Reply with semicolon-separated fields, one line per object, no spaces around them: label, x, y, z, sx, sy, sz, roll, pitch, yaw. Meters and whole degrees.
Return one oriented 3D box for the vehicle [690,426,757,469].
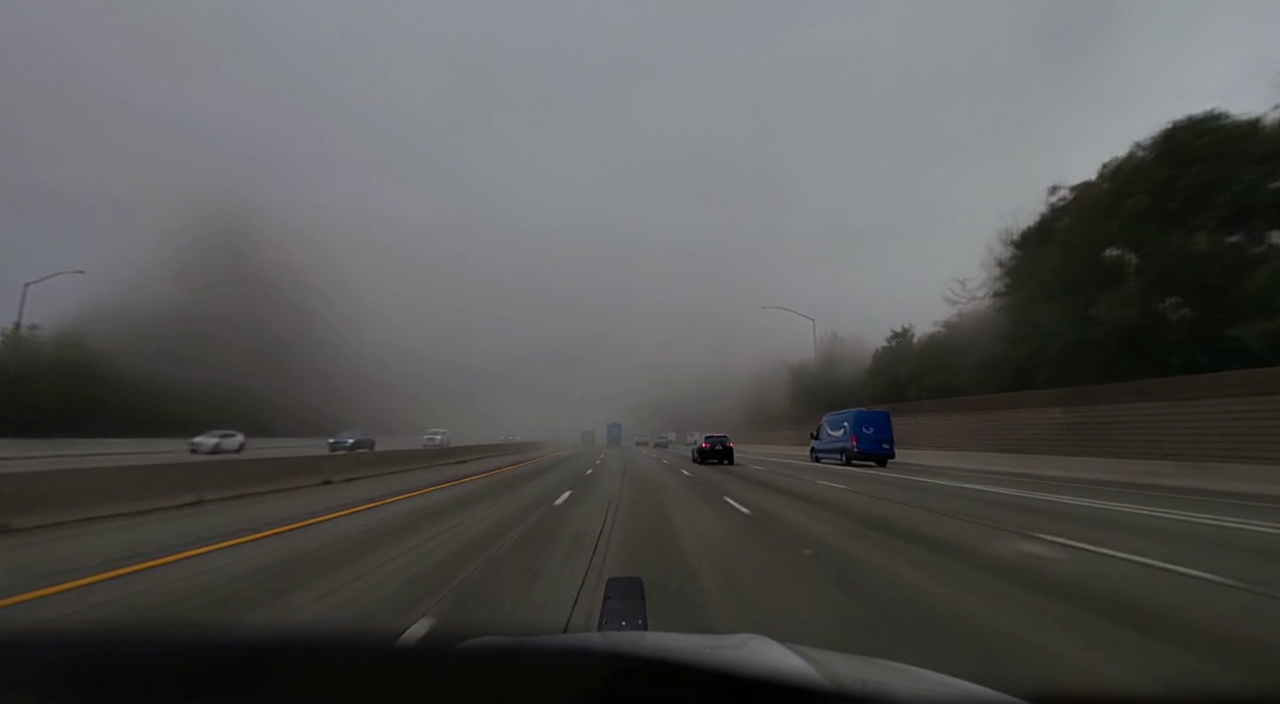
vehicle;3.538;4.175;27.689;2.141;1.732;4.279;0;-8;-3

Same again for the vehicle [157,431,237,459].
vehicle;-26.031;5.503;37.276;1.848;1.513;4.086;0;-8;-2

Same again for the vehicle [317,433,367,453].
vehicle;-22.612;6.952;48.050;1.895;1.469;4.267;0;-8;-3

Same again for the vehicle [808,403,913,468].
vehicle;10.550;4.141;30.935;2.274;2.802;6.802;0;-8;-4
